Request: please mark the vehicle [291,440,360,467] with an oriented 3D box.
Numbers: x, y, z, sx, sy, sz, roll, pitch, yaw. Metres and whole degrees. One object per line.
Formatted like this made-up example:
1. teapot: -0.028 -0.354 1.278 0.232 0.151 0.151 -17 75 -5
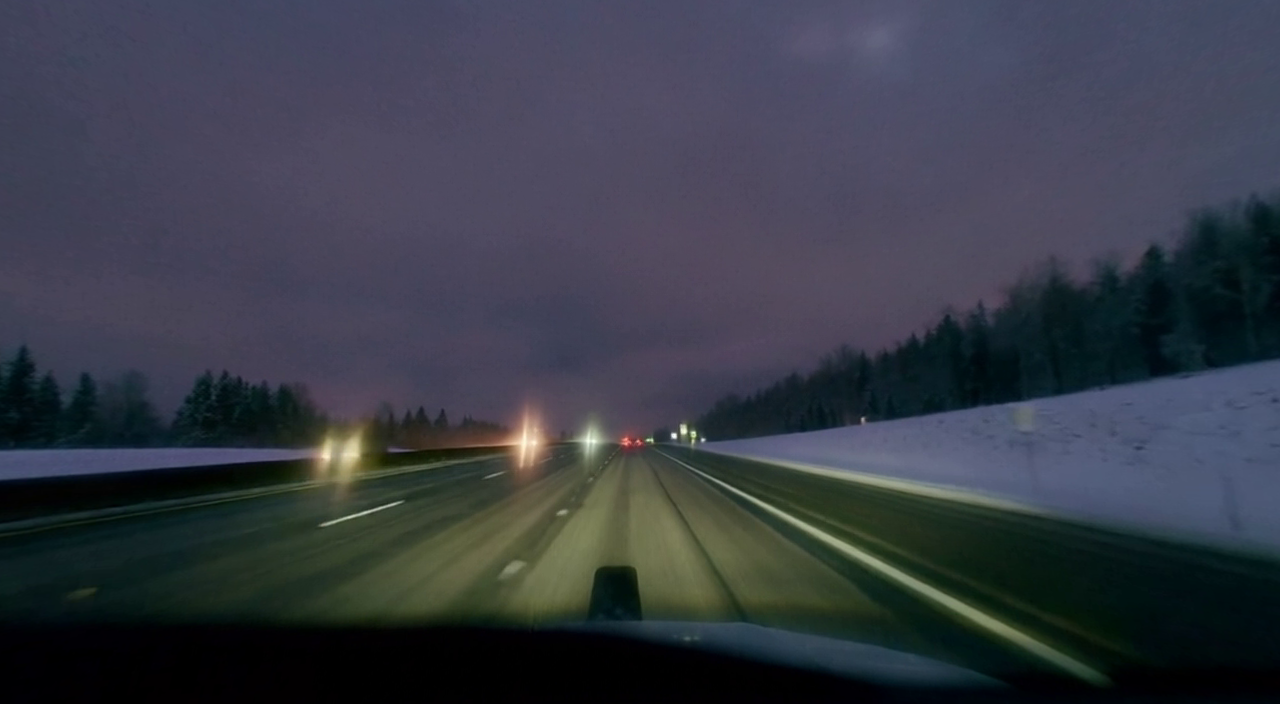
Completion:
1. vehicle: -19.272 6.214 38.818 1.920 1.541 4.610 0 -8 -1
